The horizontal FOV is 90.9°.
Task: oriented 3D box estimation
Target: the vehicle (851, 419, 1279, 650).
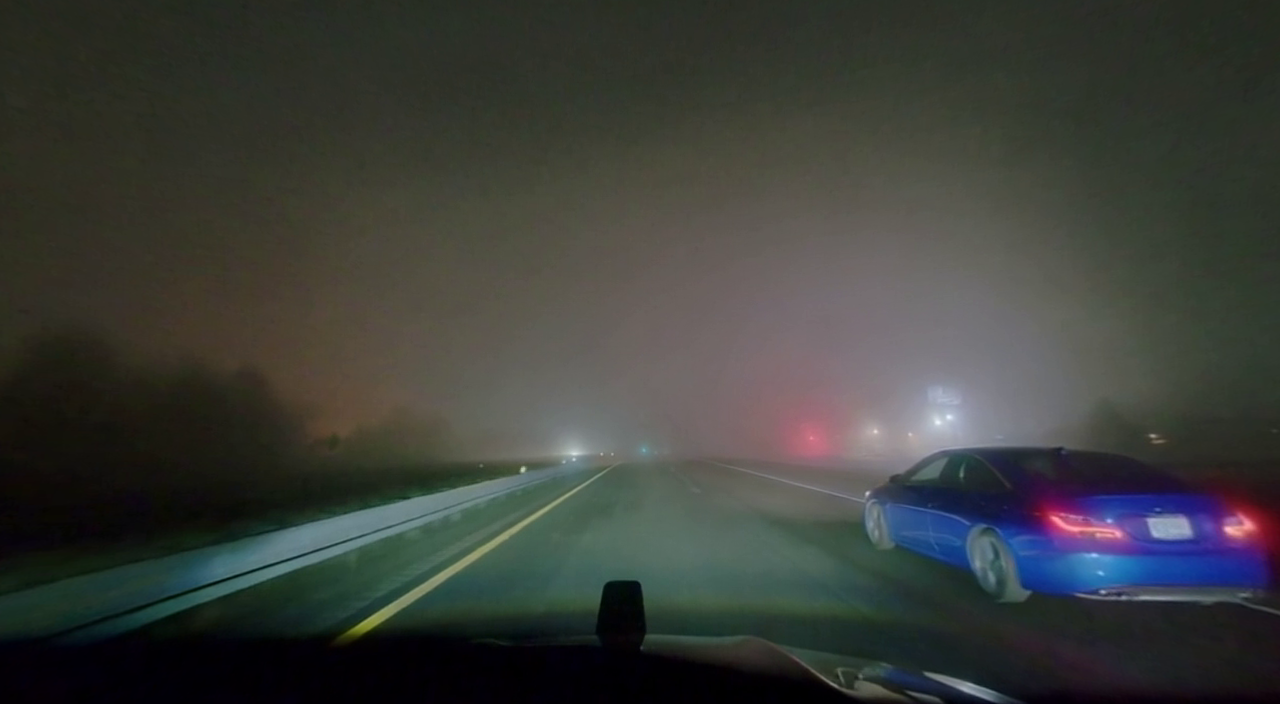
[{"bbox_3d":[4.070,1.548,6.592,2.053,1.490,4.799,0,-8,0],"label":"vehicle"}]
